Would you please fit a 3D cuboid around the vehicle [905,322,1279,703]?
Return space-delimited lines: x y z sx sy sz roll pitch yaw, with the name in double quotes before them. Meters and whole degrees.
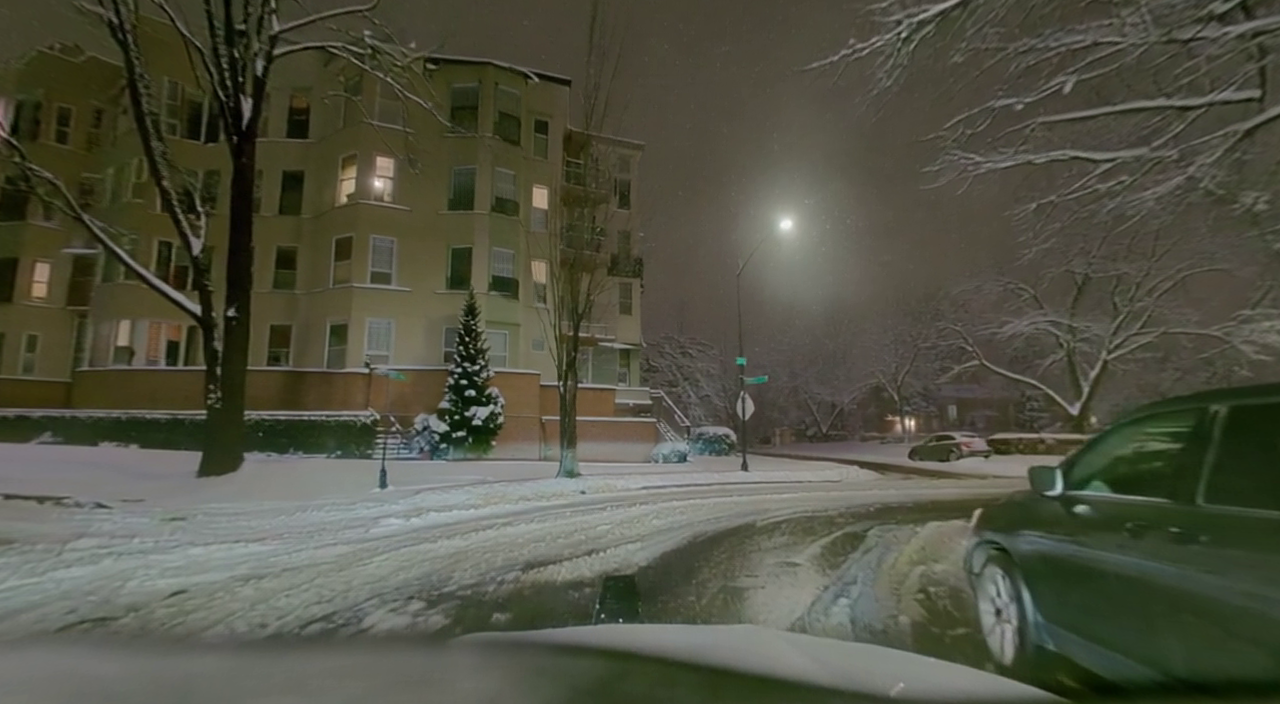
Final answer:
"vehicle" 3.002 0.851 2.423 2.020 1.734 4.402 0 -8 0
